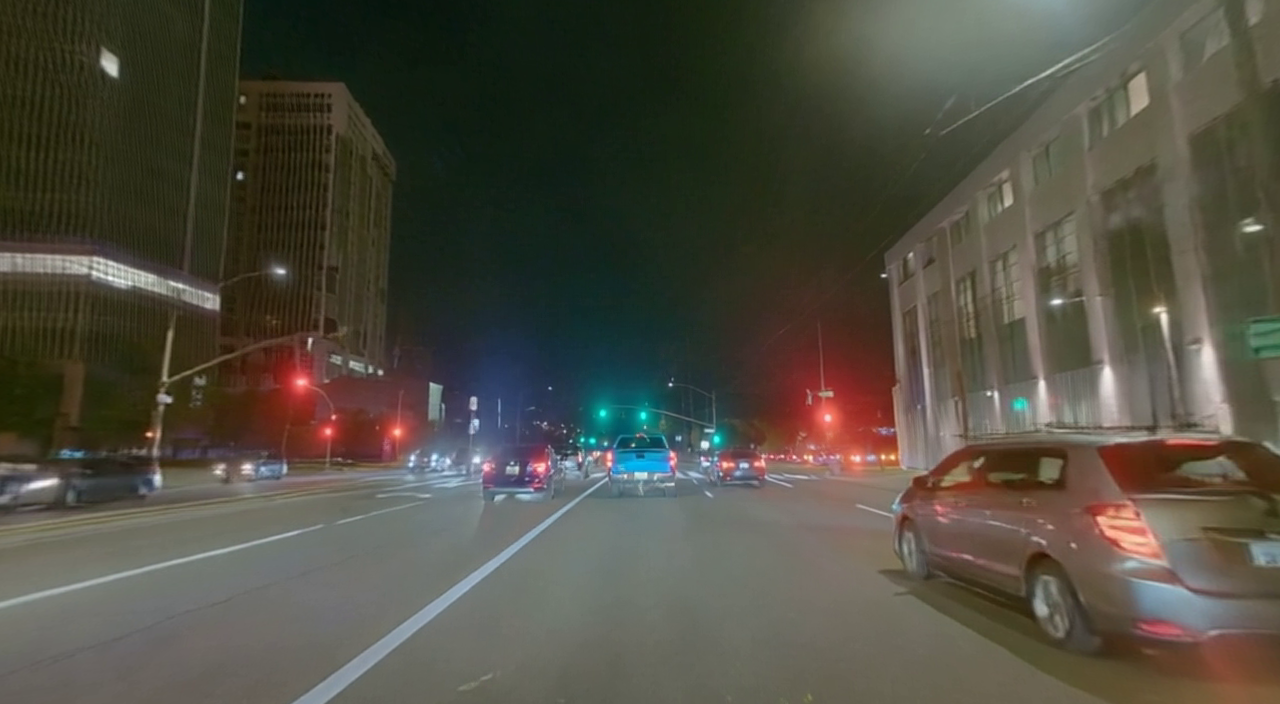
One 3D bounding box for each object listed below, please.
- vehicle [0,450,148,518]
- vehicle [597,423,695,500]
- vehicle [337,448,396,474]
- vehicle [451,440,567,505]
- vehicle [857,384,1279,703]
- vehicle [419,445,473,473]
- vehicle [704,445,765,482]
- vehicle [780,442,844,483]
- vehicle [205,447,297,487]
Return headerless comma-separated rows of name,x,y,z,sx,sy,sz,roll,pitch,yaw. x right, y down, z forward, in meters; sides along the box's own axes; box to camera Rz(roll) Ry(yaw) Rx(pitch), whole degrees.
vehicle,-15.230,3.237,15.884,1.897,1.461,4.602,0,-8,1
vehicle,0.125,3.149,18.564,2.493,1.934,4.957,0,-8,0
vehicle,-18.476,7.365,42.803,2.025,1.625,4.527,0,-8,0
vehicle,-3.259,3.104,16.704,1.986,1.465,4.509,0,-8,2
vehicle,3.399,1.258,4.890,1.955,1.628,4.152,0,-8,0
vehicle,-12.362,6.804,40.436,2.054,1.662,4.384,0,-8,0
vehicle,4.072,4.875,27.946,1.968,1.472,4.456,0,-8,0
vehicle,8.778,5.636,32.571,2.126,1.820,4.521,3,-8,2
vehicle,-17.816,5.241,29.120,1.985,1.642,4.081,1,-9,-6
